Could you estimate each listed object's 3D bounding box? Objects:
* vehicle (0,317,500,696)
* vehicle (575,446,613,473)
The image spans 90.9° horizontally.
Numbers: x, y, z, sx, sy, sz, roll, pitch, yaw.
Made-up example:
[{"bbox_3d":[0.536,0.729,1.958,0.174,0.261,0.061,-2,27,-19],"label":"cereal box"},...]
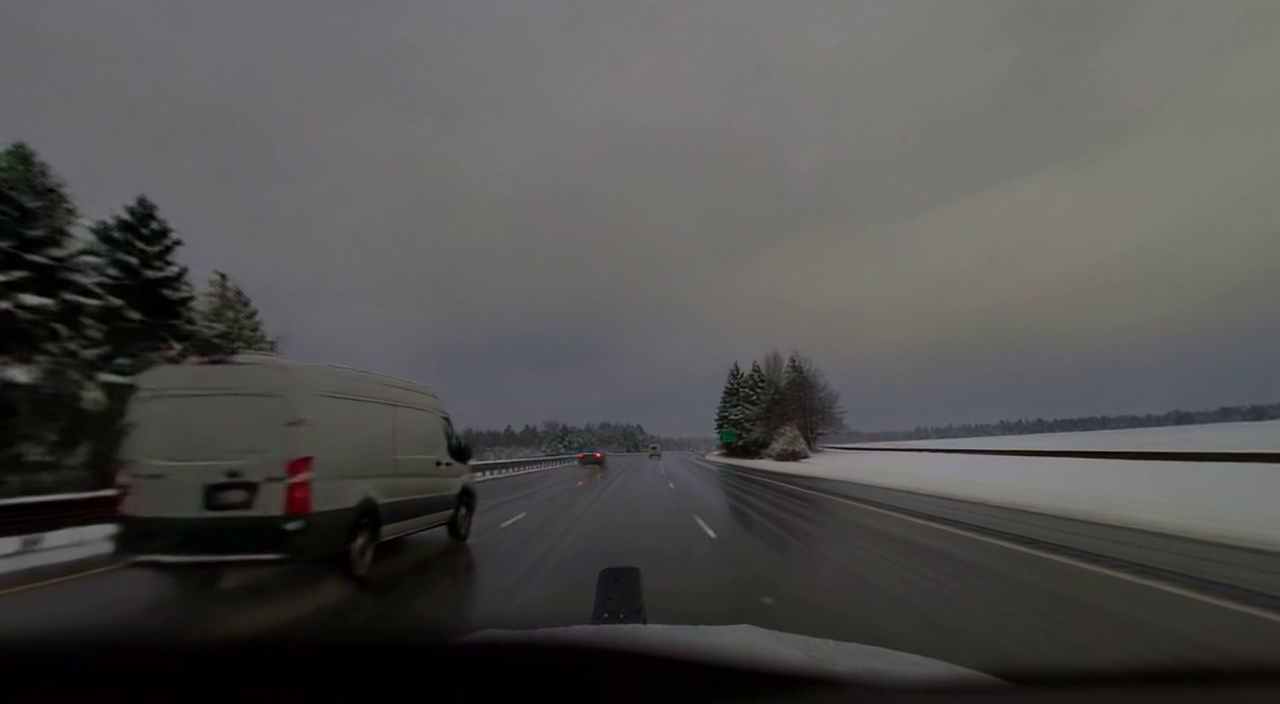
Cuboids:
[{"bbox_3d":[-3.077,1.197,5.932,2.219,2.033,4.911,-1,-9,2],"label":"vehicle"},{"bbox_3d":[-2.812,6.694,39.359,1.959,1.571,4.313,-1,-9,1],"label":"vehicle"}]
